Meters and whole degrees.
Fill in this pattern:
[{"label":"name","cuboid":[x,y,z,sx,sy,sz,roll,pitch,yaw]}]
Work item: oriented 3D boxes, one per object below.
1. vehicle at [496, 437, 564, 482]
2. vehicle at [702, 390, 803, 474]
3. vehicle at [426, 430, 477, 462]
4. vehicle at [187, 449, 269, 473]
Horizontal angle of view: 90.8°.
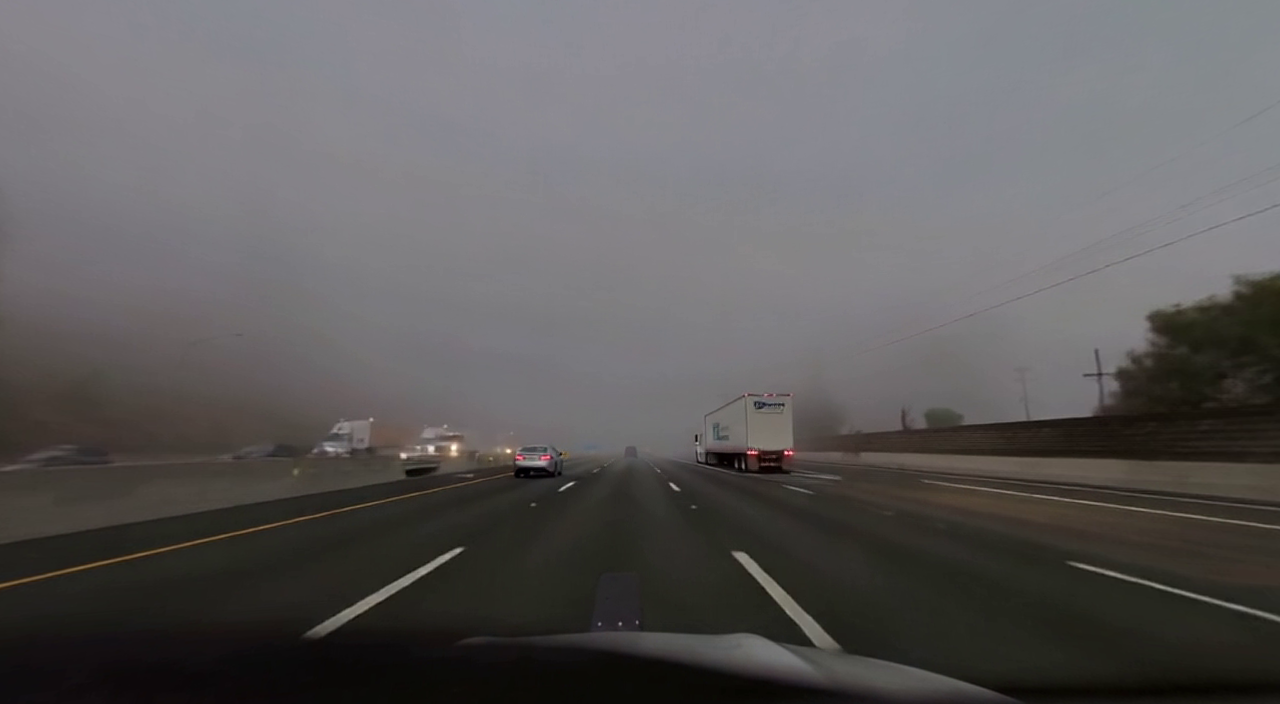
[{"label":"vehicle","cuboid":[-4.335,4.338,25.639,2.027,1.651,4.099,0,-9,0]},{"label":"vehicle","cuboid":[6.375,5.167,39.382,2.919,4.195,15.833,0,-9,-2]},{"label":"vehicle","cuboid":[-13.780,6.943,46.583,2.215,2.225,4.941,0,-9,0]},{"label":"vehicle","cuboid":[-28.800,7.578,44.415,2.120,1.551,5.658,0,-9,-2]}]
